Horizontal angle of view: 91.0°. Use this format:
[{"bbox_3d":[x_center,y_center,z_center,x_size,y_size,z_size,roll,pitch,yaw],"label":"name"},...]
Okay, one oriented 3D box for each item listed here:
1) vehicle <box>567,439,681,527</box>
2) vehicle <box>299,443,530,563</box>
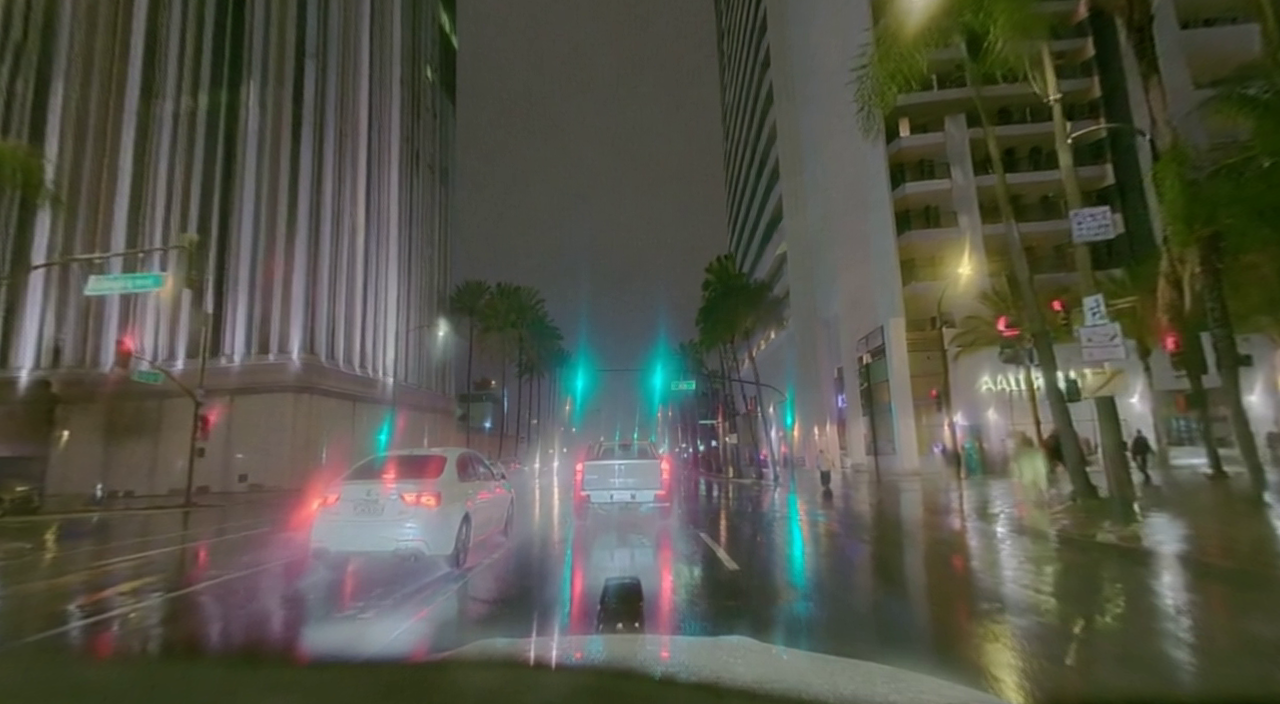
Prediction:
[{"bbox_3d":[-0.341,2.788,14.008,2.145,1.632,3.972,0,-8,-1],"label":"vehicle"},{"bbox_3d":[-3.296,2.282,10.422,2.096,1.492,4.666,0,-8,0],"label":"vehicle"}]
